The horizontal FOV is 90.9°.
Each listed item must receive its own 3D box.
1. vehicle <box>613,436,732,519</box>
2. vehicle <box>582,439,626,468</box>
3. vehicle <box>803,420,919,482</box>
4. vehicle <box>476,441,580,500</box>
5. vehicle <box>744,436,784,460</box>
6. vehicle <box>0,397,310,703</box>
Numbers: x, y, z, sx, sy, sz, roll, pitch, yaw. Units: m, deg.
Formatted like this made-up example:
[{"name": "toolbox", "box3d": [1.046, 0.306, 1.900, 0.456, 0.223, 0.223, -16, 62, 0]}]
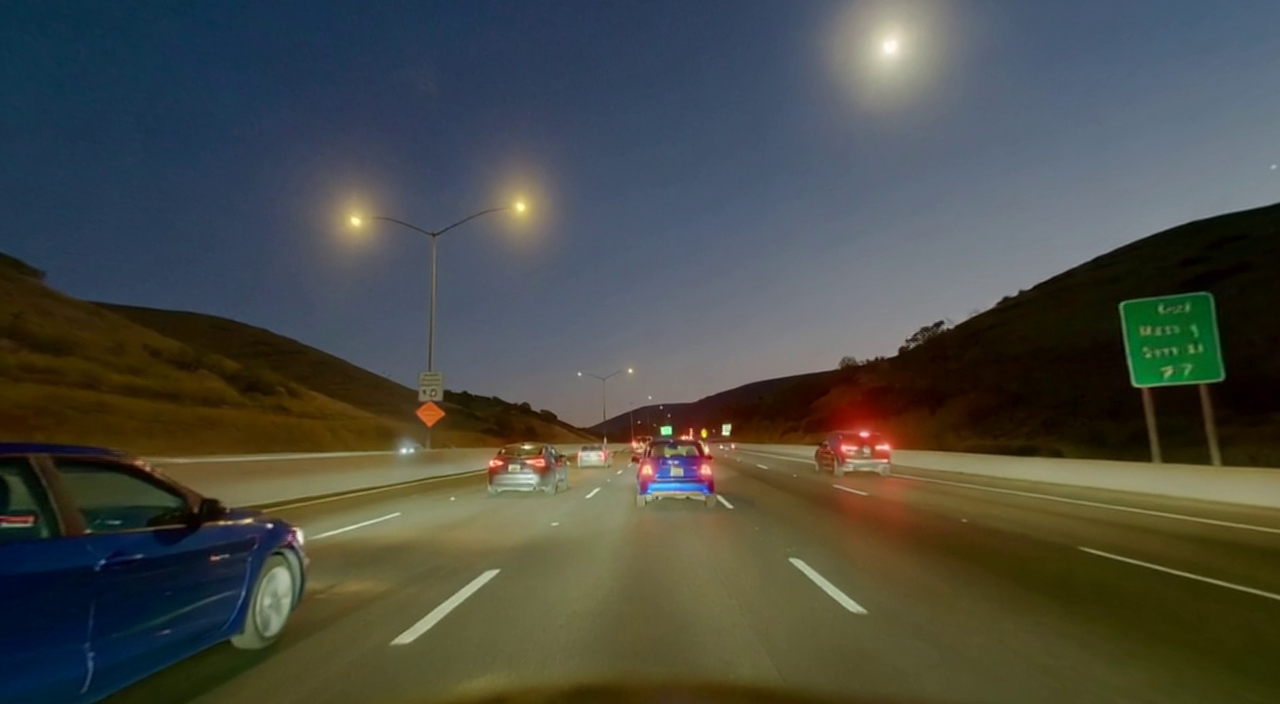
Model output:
[{"name": "vehicle", "box3d": [0.642, 2.492, 13.071, 2.072, 1.431, 3.904, -1, -8, 2]}, {"name": "vehicle", "box3d": [-2.038, 5.910, 37.031, 2.034, 1.572, 4.444, -1, -8, 3]}, {"name": "vehicle", "box3d": [7.296, 3.320, 21.474, 2.210, 1.831, 4.843, -1, -8, 1]}, {"name": "vehicle", "box3d": [-3.006, 3.283, 18.011, 2.017, 1.446, 4.384, -1, -8, 2]}, {"name": "vehicle", "box3d": [8.868, 6.869, 45.394, 2.032, 1.580, 4.928, -1, -8, 2]}, {"name": "vehicle", "box3d": [-3.428, 0.933, 2.314, 2.033, 1.513, 4.333, -1, -8, 1]}]
